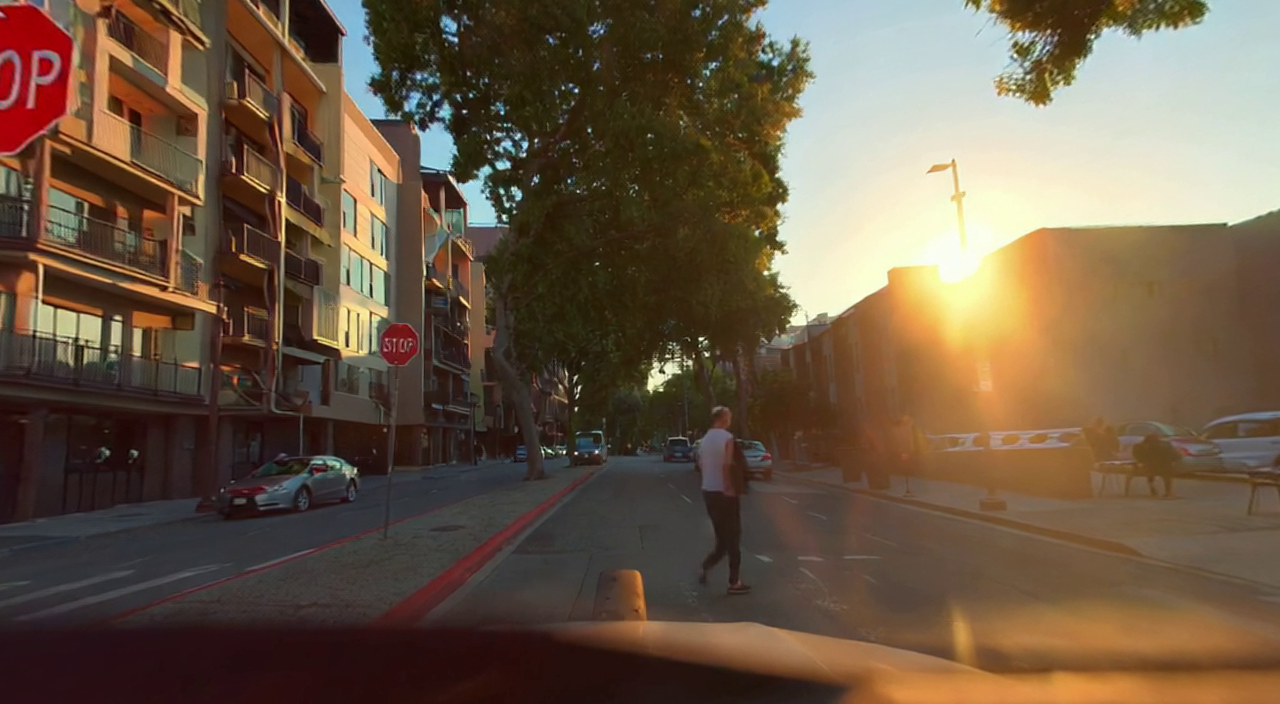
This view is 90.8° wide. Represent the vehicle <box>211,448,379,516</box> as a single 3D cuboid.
[{"bbox_3d":[-8.795,3.307,16.649,2.007,1.503,4.343,0,-8,-1],"label":"vehicle"}]

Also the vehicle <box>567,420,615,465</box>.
[{"bbox_3d":[-3.008,5.763,40.226,2.317,2.596,6.053,0,-8,3],"label":"vehicle"}]

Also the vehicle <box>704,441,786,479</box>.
[{"bbox_3d":[4.584,4.569,27.104,1.858,1.491,4.329,-5,-10,33],"label":"vehicle"}]

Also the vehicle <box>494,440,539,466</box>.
[{"bbox_3d":[-8.853,7.267,45.729,2.256,1.802,4.333,0,-8,2],"label":"vehicle"}]
